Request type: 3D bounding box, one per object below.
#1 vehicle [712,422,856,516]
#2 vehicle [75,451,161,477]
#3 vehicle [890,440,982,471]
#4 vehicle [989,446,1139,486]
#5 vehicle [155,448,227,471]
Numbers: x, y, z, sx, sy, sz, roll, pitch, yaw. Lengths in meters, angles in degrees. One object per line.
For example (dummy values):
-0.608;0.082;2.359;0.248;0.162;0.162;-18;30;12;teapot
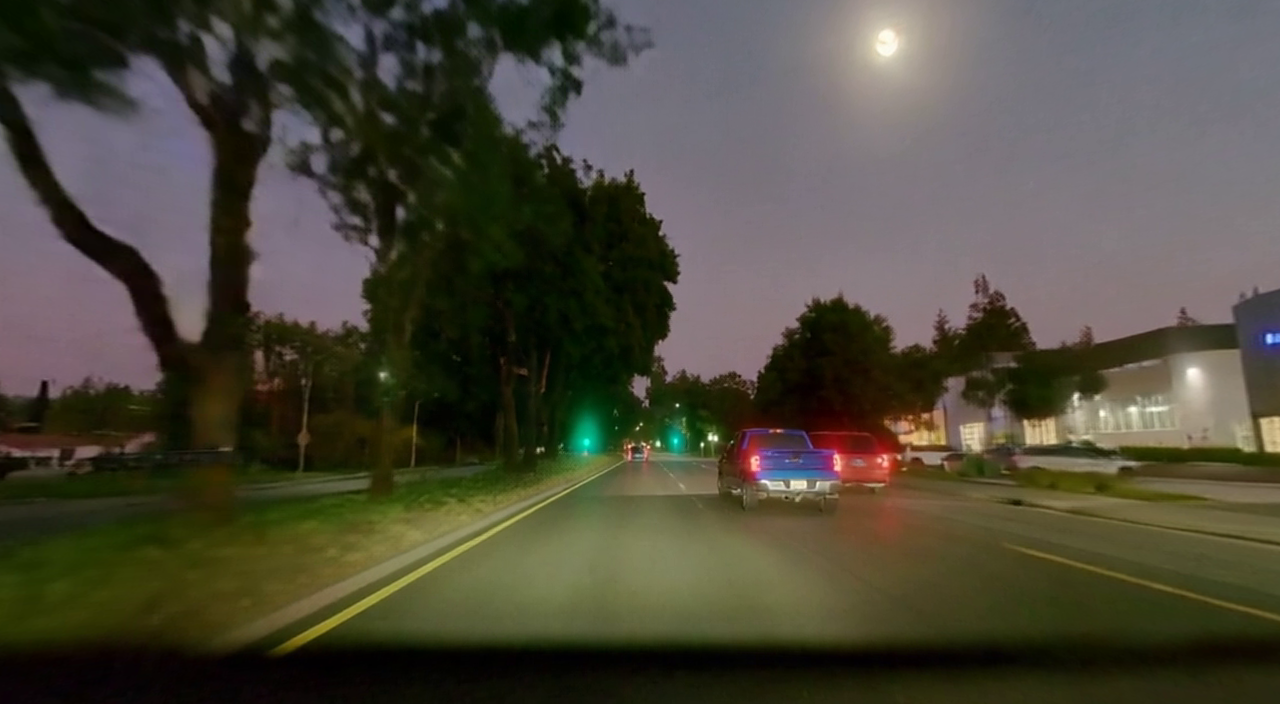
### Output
3.140;2.707;15.163;2.138;1.836;5.245;0;-9;-1;vehicle
-29.670;6.387;35.989;3.386;1.402;1.598;0;-9;-2;vehicle
17.635;6.183;37.887;4.747;1.761;2.043;-4;-9;22;vehicle
17.003;4.573;25.685;4.721;1.462;2.028;-4;-9;25;vehicle
-29.414;7.017;41.432;3.413;1.459;1.669;0;-9;0;vehicle
